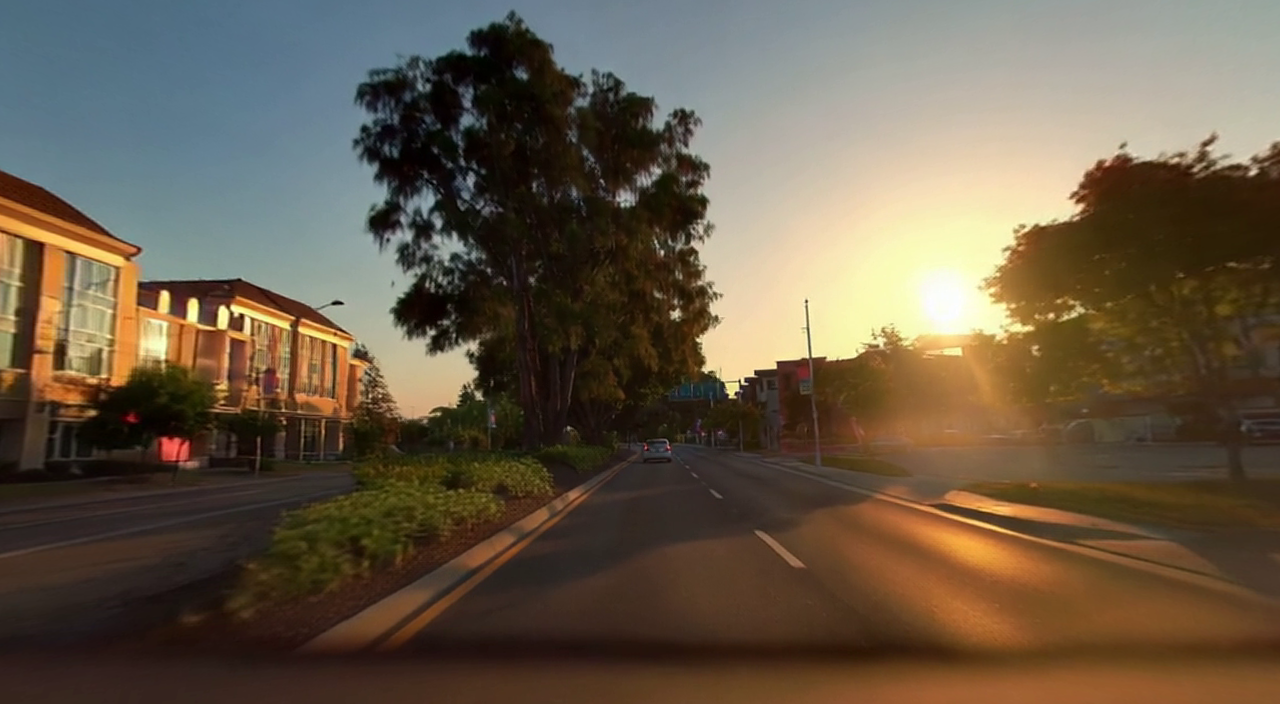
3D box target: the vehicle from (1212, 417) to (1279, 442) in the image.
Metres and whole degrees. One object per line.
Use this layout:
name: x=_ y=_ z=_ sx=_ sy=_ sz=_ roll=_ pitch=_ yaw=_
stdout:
vehicle: x=37.526 y=4.642 z=37.637 sx=4.637 sy=1.477 sz=1.823 roll=-1 pitch=-8 yaw=2

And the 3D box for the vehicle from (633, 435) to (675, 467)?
vehicle: x=0.866 y=5.657 z=36.196 sx=2.235 sy=1.719 sz=4.292 roll=0 pitch=-8 yaw=3
